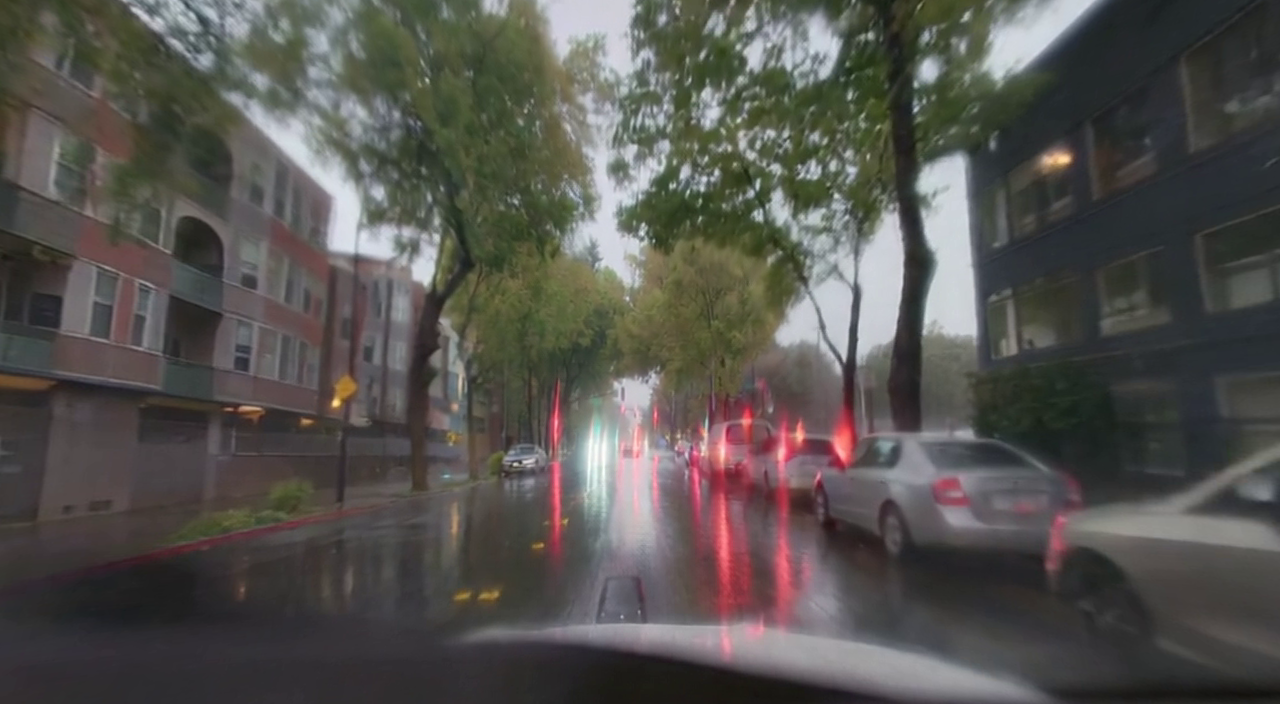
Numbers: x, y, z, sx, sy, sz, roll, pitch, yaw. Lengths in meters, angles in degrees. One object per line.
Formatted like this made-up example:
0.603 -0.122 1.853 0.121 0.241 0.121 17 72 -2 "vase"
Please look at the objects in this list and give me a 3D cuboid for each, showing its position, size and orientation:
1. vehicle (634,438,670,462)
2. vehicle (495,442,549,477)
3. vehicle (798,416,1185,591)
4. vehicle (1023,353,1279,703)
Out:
0.941 7.133 46.213 2.111 1.619 4.077 -1 -8 8 "vehicle"
-6.367 5.826 34.611 2.013 1.772 4.439 0 -8 2 "vehicle"
3.637 1.658 7.916 2.066 1.494 4.843 0 -8 0 "vehicle"
3.540 0.743 1.884 1.996 1.642 4.472 0 -8 0 "vehicle"
